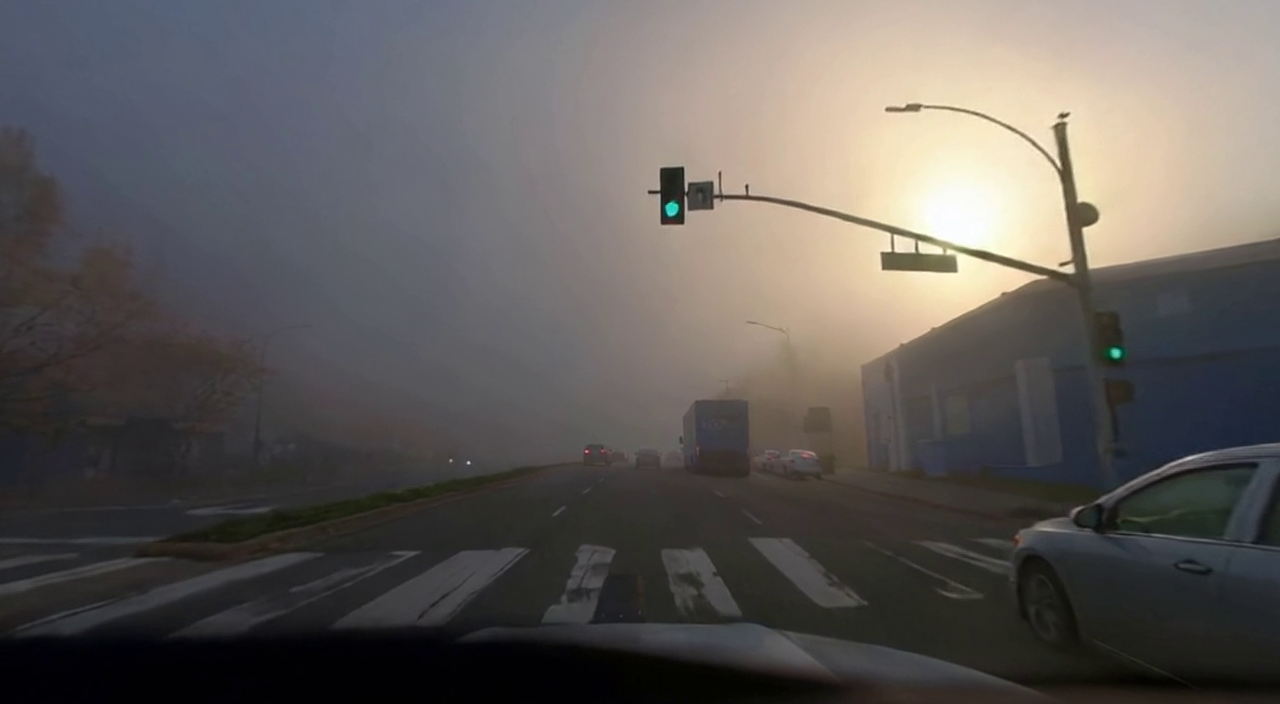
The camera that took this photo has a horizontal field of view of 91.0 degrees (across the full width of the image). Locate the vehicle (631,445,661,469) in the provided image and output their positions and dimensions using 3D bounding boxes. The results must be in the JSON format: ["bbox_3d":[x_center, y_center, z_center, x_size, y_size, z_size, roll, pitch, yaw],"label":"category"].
[{"bbox_3d":[0.395,6.856,41.358,1.846,1.528,4.348,0,-8,0],"label":"vehicle"}]

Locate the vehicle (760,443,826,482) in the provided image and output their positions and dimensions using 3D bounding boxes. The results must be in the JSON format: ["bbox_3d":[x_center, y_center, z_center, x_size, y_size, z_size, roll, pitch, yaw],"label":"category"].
[{"bbox_3d":[6.963,5.179,29.155,1.889,1.417,4.759,-2,-13,1],"label":"vehicle"}]

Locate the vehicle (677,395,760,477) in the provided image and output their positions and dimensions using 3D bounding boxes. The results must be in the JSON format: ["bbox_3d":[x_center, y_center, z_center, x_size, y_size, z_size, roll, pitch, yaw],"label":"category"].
[{"bbox_3d":[3.857,4.576,33.888,3.003,3.680,10.684,0,-8,0],"label":"vehicle"}]

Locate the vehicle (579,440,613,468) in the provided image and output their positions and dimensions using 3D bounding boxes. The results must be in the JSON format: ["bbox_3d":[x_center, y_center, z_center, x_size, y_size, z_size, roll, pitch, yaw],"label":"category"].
[{"bbox_3d":[-3.105,7.278,45.232,2.035,1.867,4.607,0,-8,1],"label":"vehicle"}]

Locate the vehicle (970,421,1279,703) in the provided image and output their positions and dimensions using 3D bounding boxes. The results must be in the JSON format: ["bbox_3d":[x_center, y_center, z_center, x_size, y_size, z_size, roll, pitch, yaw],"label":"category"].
[{"bbox_3d":[3.799,1.047,2.841,1.915,1.449,4.970,0,-8,0],"label":"vehicle"}]
